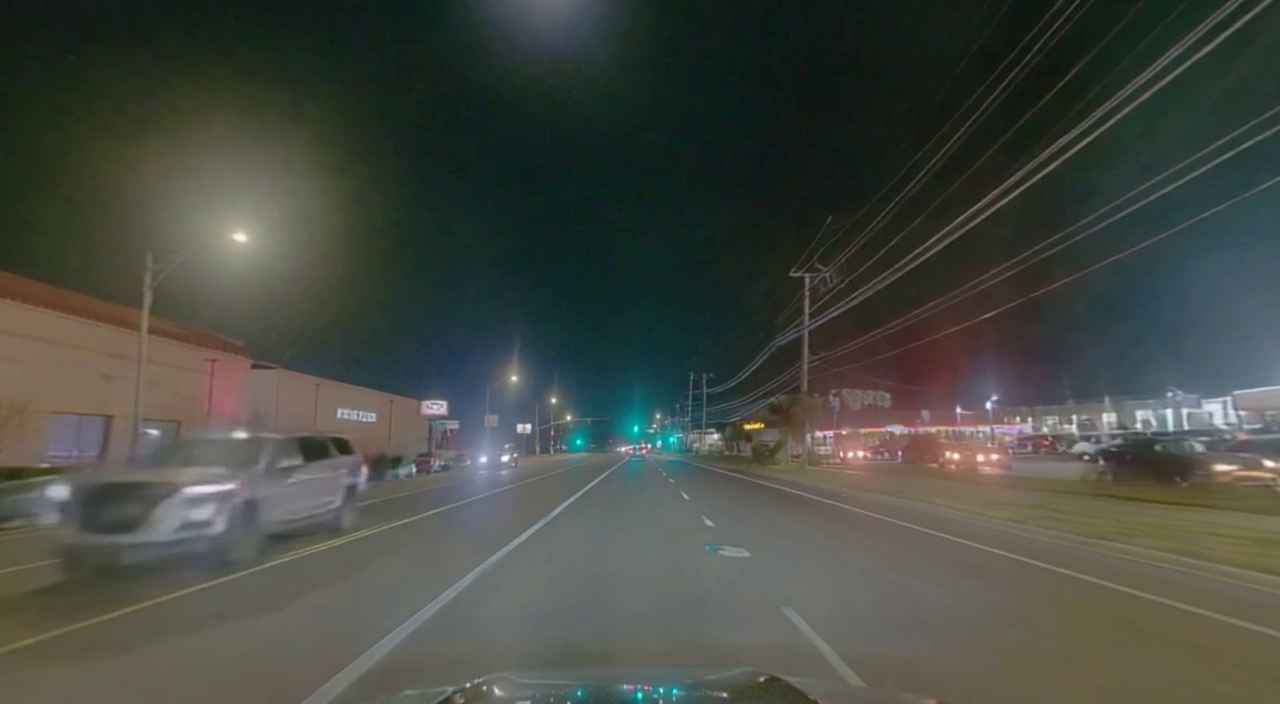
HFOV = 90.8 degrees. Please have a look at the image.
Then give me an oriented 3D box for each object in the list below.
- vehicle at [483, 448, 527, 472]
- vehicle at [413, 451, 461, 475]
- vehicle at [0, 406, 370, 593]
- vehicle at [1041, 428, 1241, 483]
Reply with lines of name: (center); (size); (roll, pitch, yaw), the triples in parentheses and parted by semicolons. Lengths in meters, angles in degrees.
vehicle: (-9.151, 7.347, 43.263); (1.988, 1.472, 4.633); (0, -8, 1)
vehicle: (-14.825, 8.105, 46.412); (1.954, 1.519, 5.051); (-1, -8, -1)
vehicle: (-6.042, 1.818, 8.797); (2.180, 1.805, 5.170); (0, -8, 1)
vehicle: (14.827, 3.046, 18.899); (4.300, 1.431, 1.937); (-2, -7, 0)
